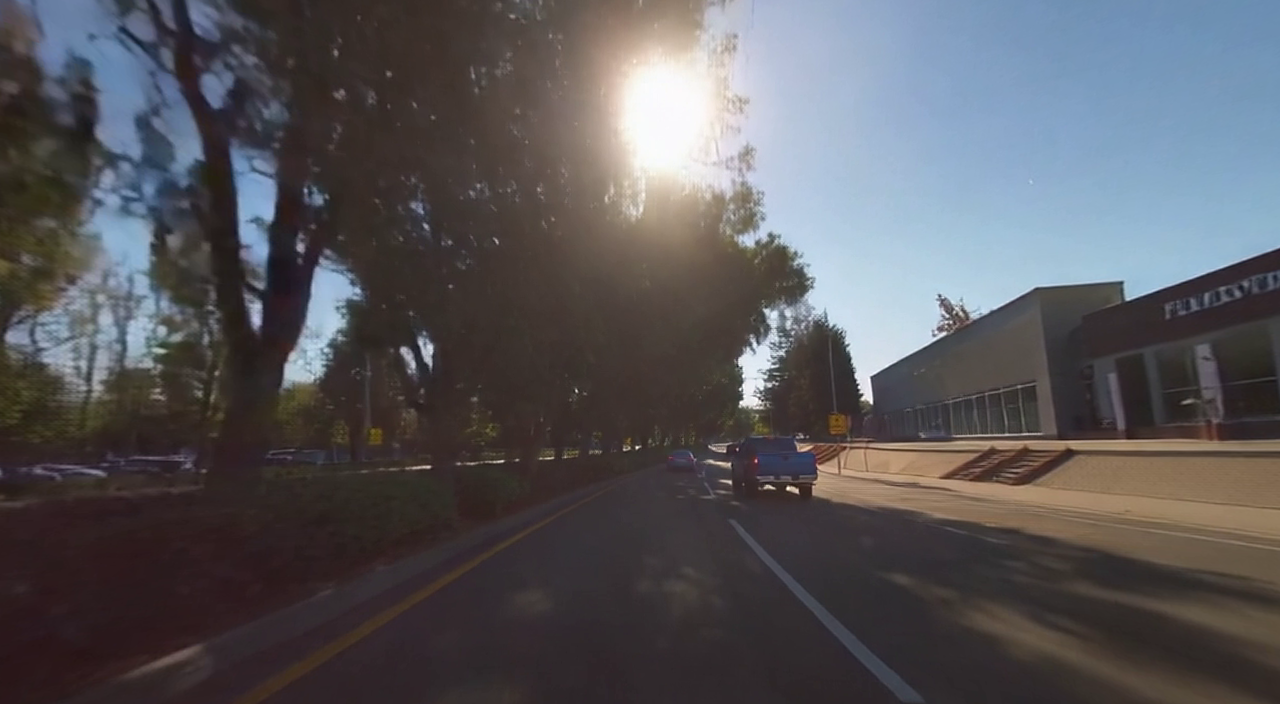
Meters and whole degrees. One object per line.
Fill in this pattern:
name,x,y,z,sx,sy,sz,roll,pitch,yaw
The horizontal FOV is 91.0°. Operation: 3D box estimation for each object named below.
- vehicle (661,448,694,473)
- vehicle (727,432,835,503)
vehicle,2.448,6.924,40.504,1.968,1.521,4.262,0,-9,5
vehicle,4.271,3.616,20.211,2.367,1.919,5.651,0,-9,2
